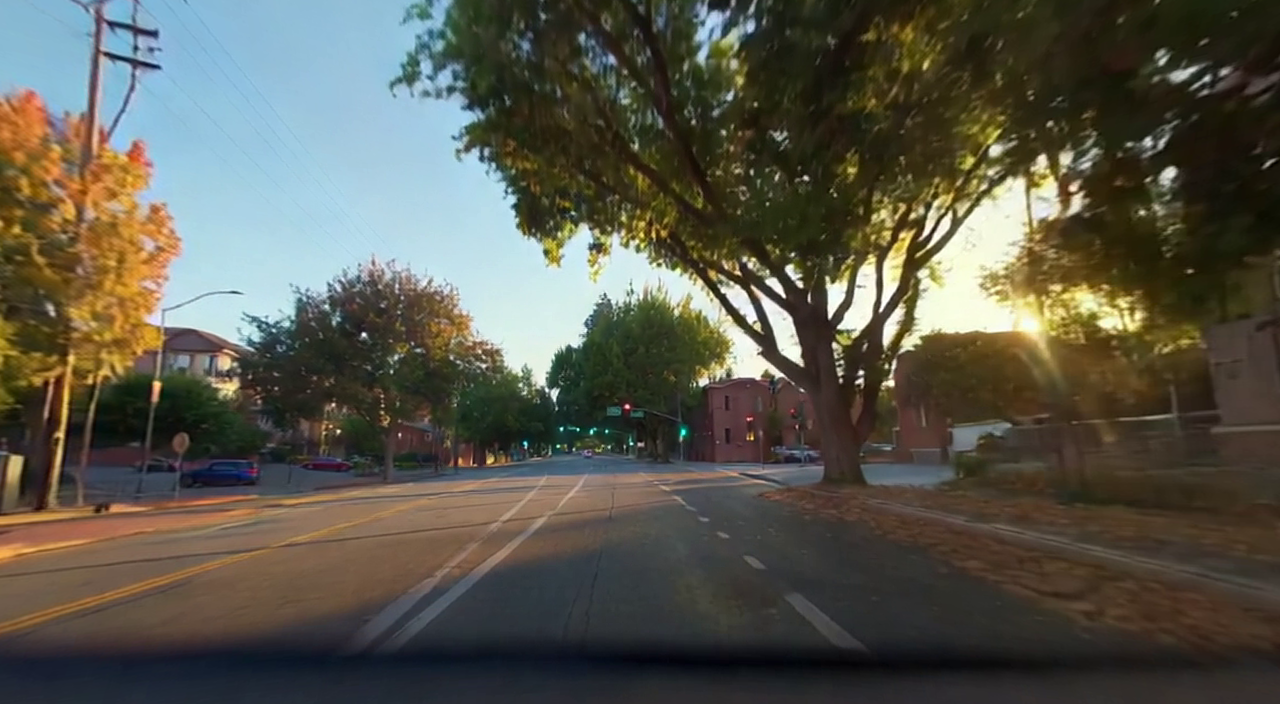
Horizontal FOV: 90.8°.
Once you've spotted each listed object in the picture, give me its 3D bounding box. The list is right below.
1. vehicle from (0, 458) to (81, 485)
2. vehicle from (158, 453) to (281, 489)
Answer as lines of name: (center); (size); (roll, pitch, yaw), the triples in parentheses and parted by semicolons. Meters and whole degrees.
vehicle: (-40.550, 7.949, 42.106); (4.377, 1.654, 2.018); (3, -9, -18)
vehicle: (-24.613, 6.990, 37.195); (5.473, 1.957, 2.253); (1, -8, -7)
